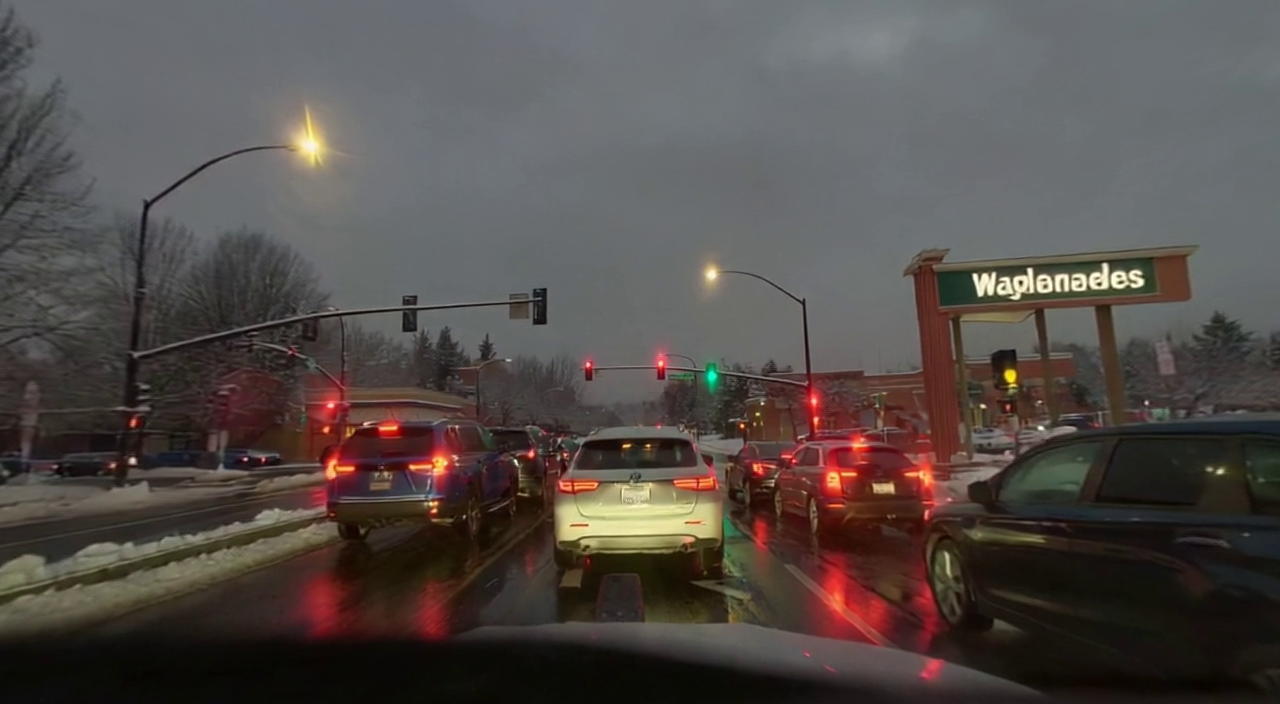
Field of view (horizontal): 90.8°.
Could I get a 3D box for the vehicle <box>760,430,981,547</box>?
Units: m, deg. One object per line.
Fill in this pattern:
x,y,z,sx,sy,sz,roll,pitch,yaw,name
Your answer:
3.295,2.026,10.062,1.879,1.442,4.170,0,-9,-1,vehicle

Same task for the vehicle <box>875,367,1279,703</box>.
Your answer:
2.966,0.982,3.154,1.922,1.508,4.330,0,-9,0,vehicle

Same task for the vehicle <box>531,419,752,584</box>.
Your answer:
-0.008,1.689,7.869,2.071,1.525,3.723,0,-9,-1,vehicle

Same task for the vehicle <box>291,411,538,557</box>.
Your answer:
-3.048,1.908,9.794,2.180,1.708,4.397,0,-9,0,vehicle

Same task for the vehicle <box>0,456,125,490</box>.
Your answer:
-27.259,5.673,29.840,4.107,1.427,1.883,3,-9,-23,vehicle

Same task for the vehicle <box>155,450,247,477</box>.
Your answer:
-27.208,6.918,39.348,4.362,1.518,1.894,4,-10,-26,vehicle
